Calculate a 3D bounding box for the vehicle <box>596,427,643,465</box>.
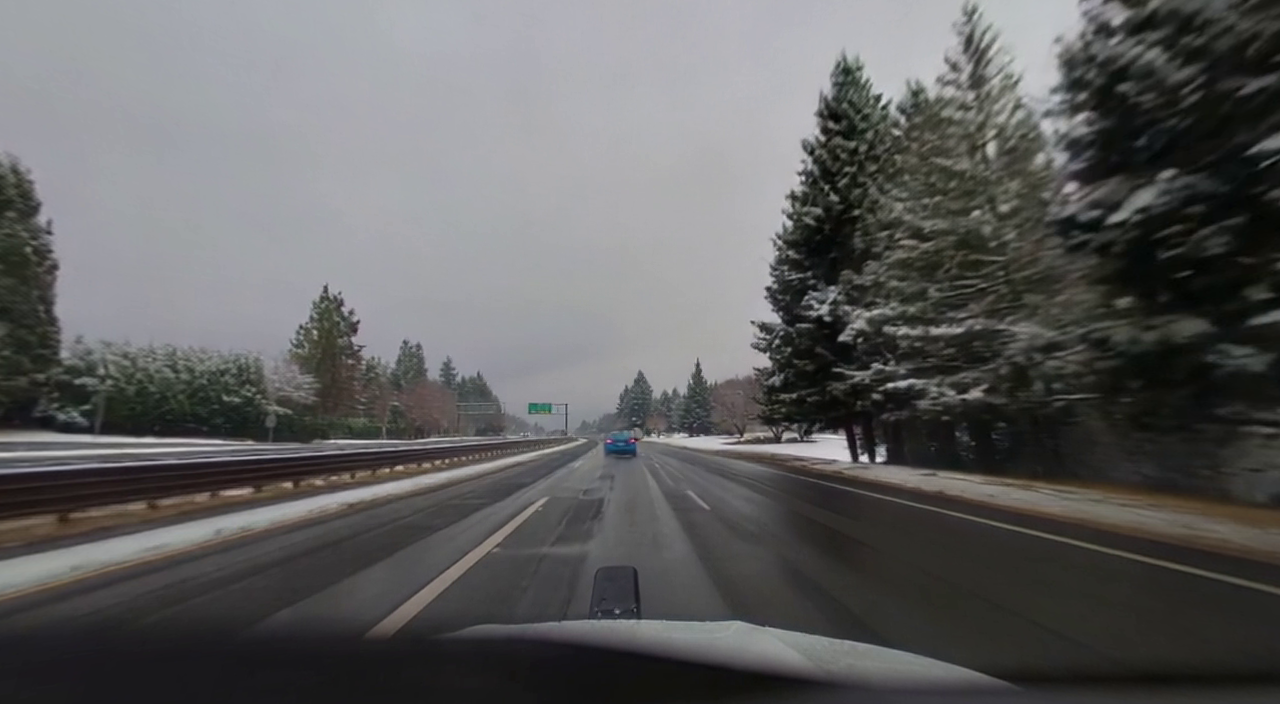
[{"bbox_3d":[-0.983,4.317,29.101,2.020,1.633,3.942,0,-8,-3],"label":"vehicle"}]
